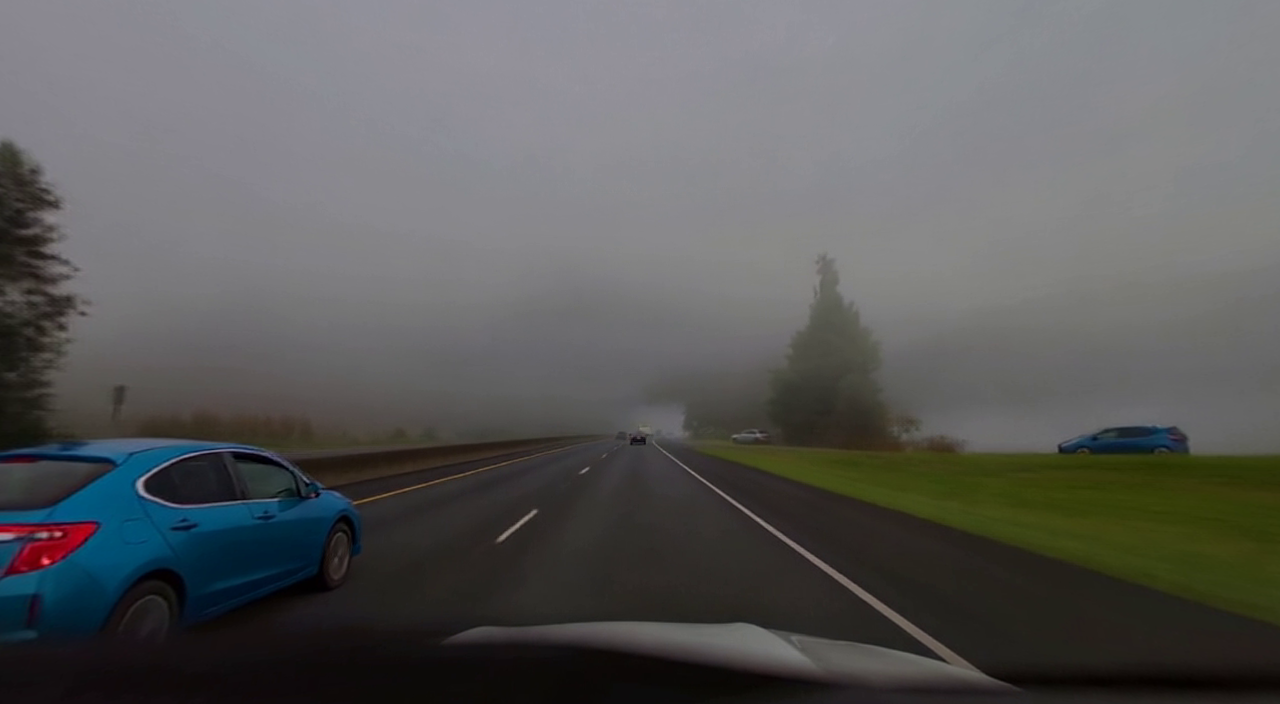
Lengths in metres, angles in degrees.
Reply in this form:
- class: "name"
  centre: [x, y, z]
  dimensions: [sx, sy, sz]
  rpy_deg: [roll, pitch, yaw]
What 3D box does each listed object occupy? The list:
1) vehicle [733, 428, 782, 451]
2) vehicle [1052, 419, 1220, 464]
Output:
- class: "vehicle"
  centre: [8.210, 6.135, 44.200]
  dimensions: [1.765, 1.510, 3.762]
  rpy_deg: [3, -8, -17]
- class: "vehicle"
  centre: [18.345, 3.326, 23.473]
  dimensions: [1.992, 1.486, 4.406]
  rpy_deg: [5, -9, -31]
